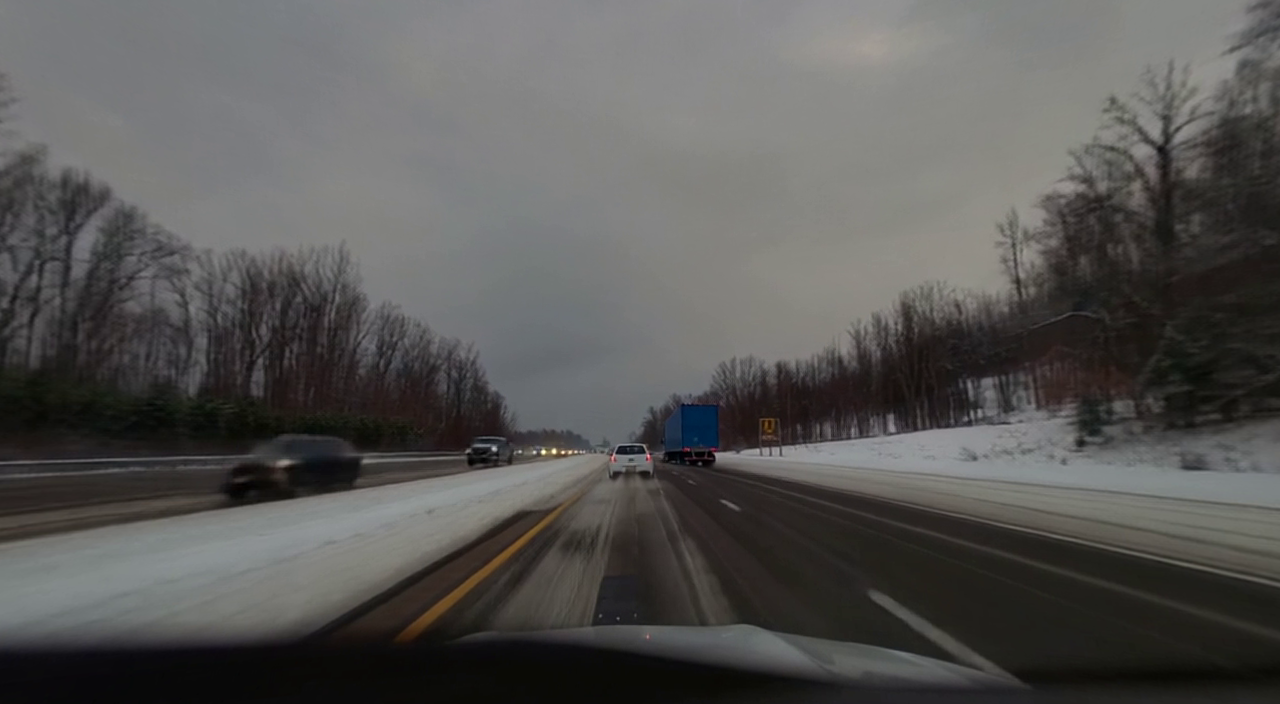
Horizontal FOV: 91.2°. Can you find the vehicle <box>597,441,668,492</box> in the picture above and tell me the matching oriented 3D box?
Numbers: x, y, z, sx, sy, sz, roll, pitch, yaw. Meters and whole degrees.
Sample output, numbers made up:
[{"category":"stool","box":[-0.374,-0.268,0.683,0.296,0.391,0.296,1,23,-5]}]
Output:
[{"category":"vehicle","box":[-0.280,3.746,20.856,2.099,1.506,4.097,0,-9,-1]}]

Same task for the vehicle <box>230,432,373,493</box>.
[{"category":"vehicle","box":[-9.226,3.052,17.525,1.796,1.466,3.929,-1,-9,0]}]

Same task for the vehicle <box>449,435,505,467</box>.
[{"category":"vehicle","box":[-9.773,6.000,38.006,2.175,1.804,4.631,0,-9,-1]}]

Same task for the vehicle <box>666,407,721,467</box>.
[{"category":"vehicle","box":[3.919,6.905,49.632,2.900,4.013,14.455,1,-9,-1]}]
